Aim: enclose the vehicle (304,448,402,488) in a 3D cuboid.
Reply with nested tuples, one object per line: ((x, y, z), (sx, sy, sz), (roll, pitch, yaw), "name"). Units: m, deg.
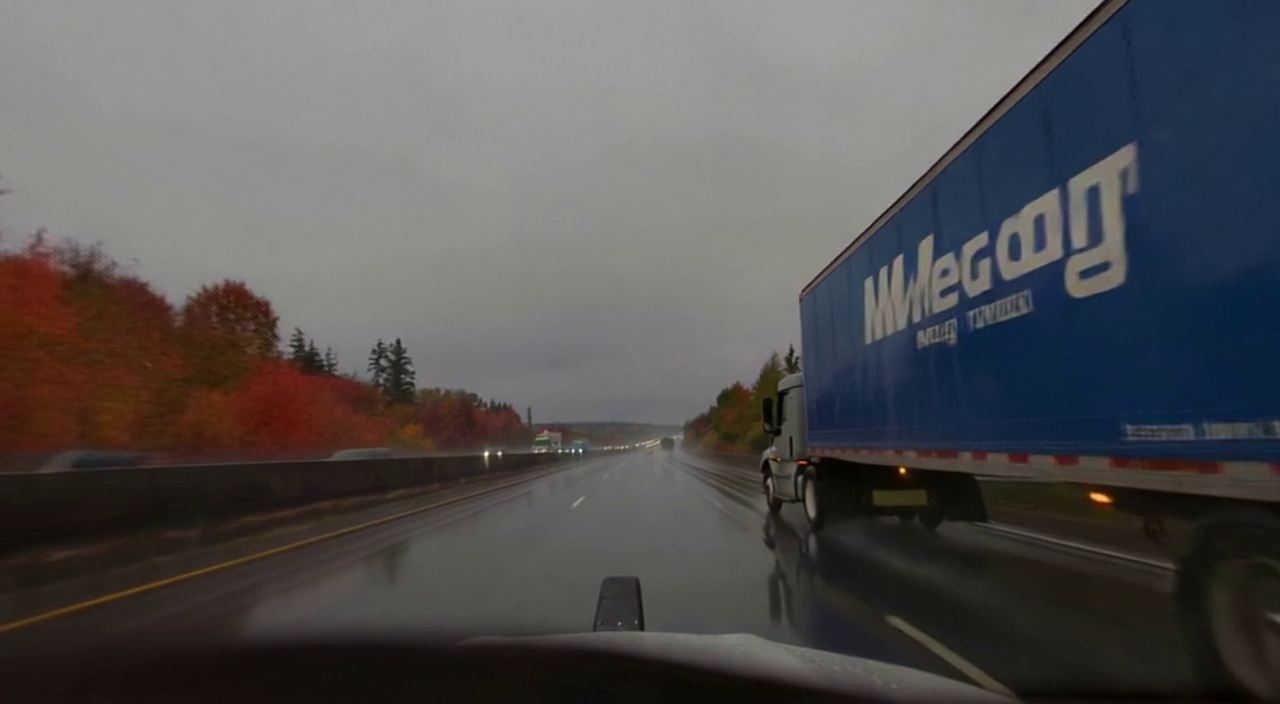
((-11.857, 4.814, 26.293), (1.914, 1.511, 4.556), (0, -9, 0), "vehicle")

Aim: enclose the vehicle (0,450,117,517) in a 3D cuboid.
((-15.430, 3.116, 15.036), (1.881, 1.512, 4.433), (0, -9, 0), "vehicle")

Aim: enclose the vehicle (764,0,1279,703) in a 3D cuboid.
((4.143, 0.051, 4.514), (3.003, 3.880, 16.814), (0, -9, 0), "vehicle")
